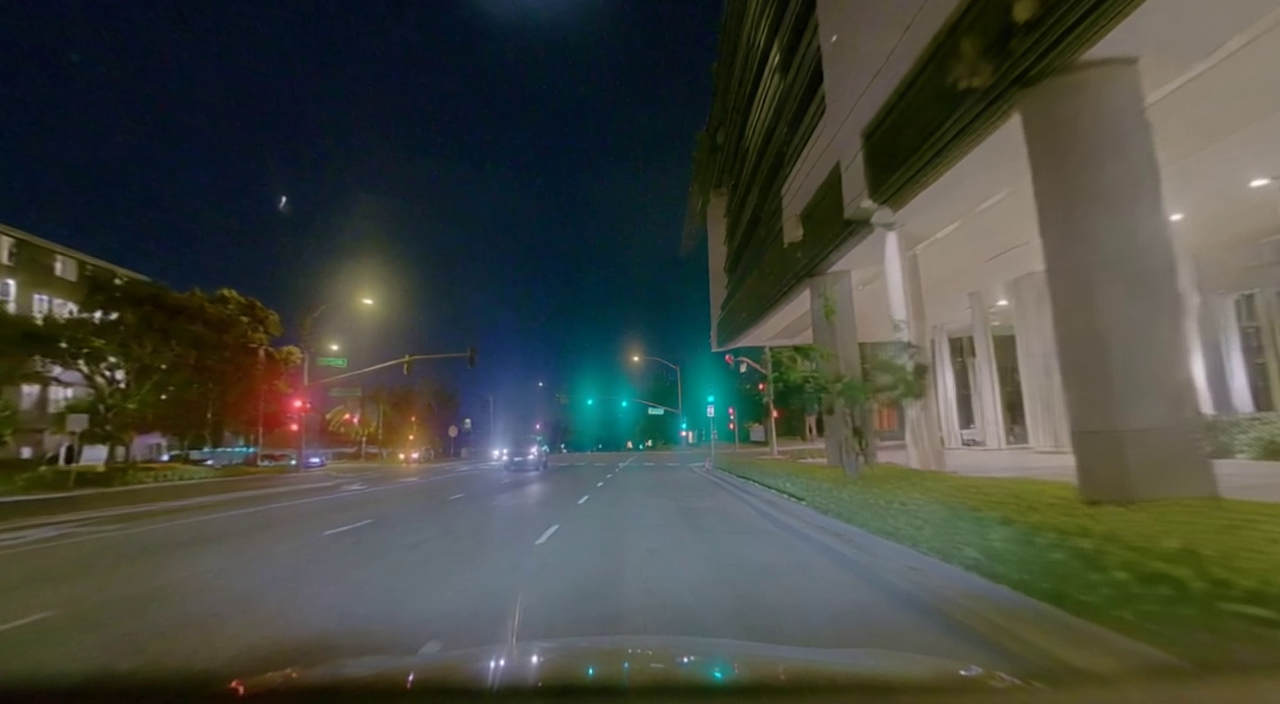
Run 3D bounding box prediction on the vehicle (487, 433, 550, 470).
[{"bbox_3d":[-6.021,4.972,31.631,2.121,1.731,4.707,0,-8,2],"label":"vehicle"}]
